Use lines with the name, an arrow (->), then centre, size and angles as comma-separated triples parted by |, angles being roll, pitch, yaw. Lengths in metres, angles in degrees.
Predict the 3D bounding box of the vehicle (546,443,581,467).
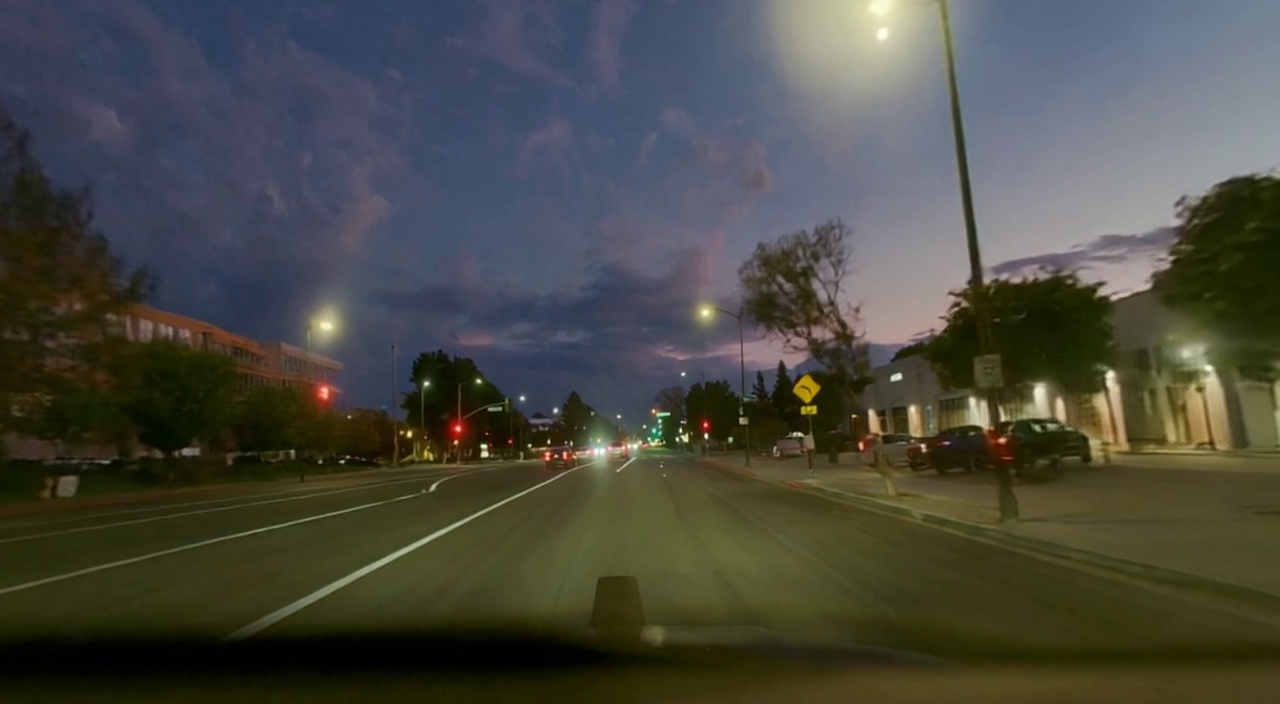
vehicle -> -5.299, 7.201, 44.244 | 1.889, 1.572, 3.599 | 0, -8, 1
